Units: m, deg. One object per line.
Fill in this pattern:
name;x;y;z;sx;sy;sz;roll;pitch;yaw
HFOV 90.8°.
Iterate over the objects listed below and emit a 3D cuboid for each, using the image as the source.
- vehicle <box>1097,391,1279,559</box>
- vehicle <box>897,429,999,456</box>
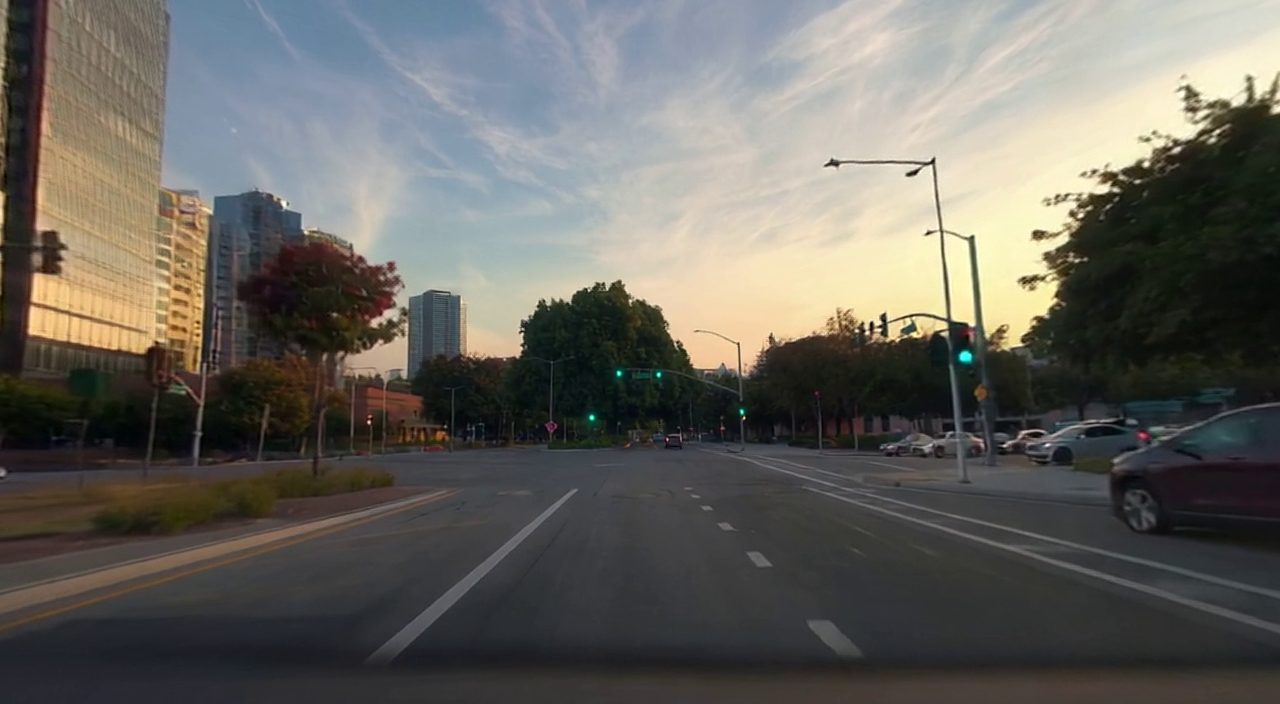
vehicle;8.088;1.365;7.101;2.100;1.828;4.879;0;-8;-2
vehicle;17.858;5.287;36.774;4.916;1.504;1.846;0;-8;-1
